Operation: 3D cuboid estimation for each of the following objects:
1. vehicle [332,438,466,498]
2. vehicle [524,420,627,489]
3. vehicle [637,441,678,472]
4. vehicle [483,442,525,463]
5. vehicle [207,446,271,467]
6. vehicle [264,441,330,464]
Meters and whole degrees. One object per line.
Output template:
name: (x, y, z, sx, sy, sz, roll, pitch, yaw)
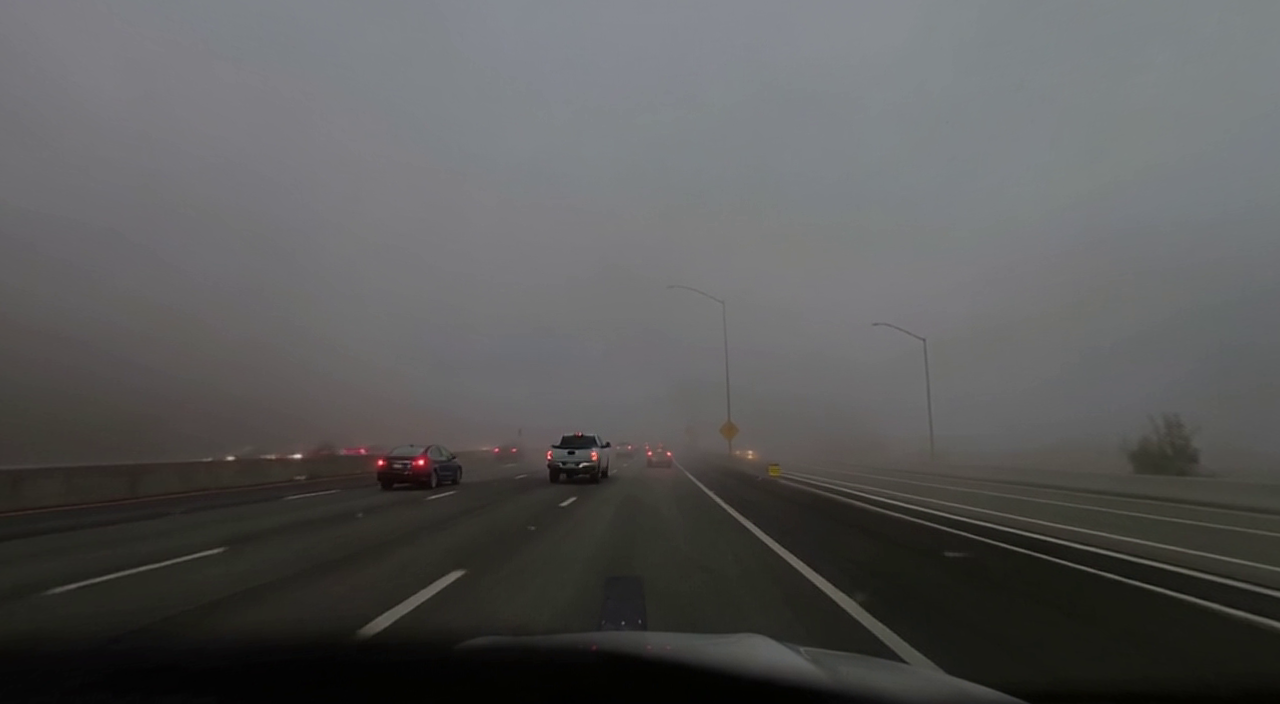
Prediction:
vehicle: (-6.730, 3.263, 18.147, 1.964, 1.481, 4.425, 0, -8, 3)
vehicle: (-2.046, 3.611, 22.547, 2.815, 2.092, 6.526, 0, -8, 2)
vehicle: (0.859, 5.378, 32.610, 2.013, 1.444, 4.447, 0, -8, 0)
vehicle: (-9.815, 7.282, 45.576, 1.915, 1.472, 4.502, 0, -8, 2)
vehicle: (-31.279, 8.149, 49.122, 1.880, 1.483, 4.547, 0, -8, 1)
vehicle: (-23.543, 6.911, 43.287, 1.915, 1.516, 4.530, 0, -8, 2)
